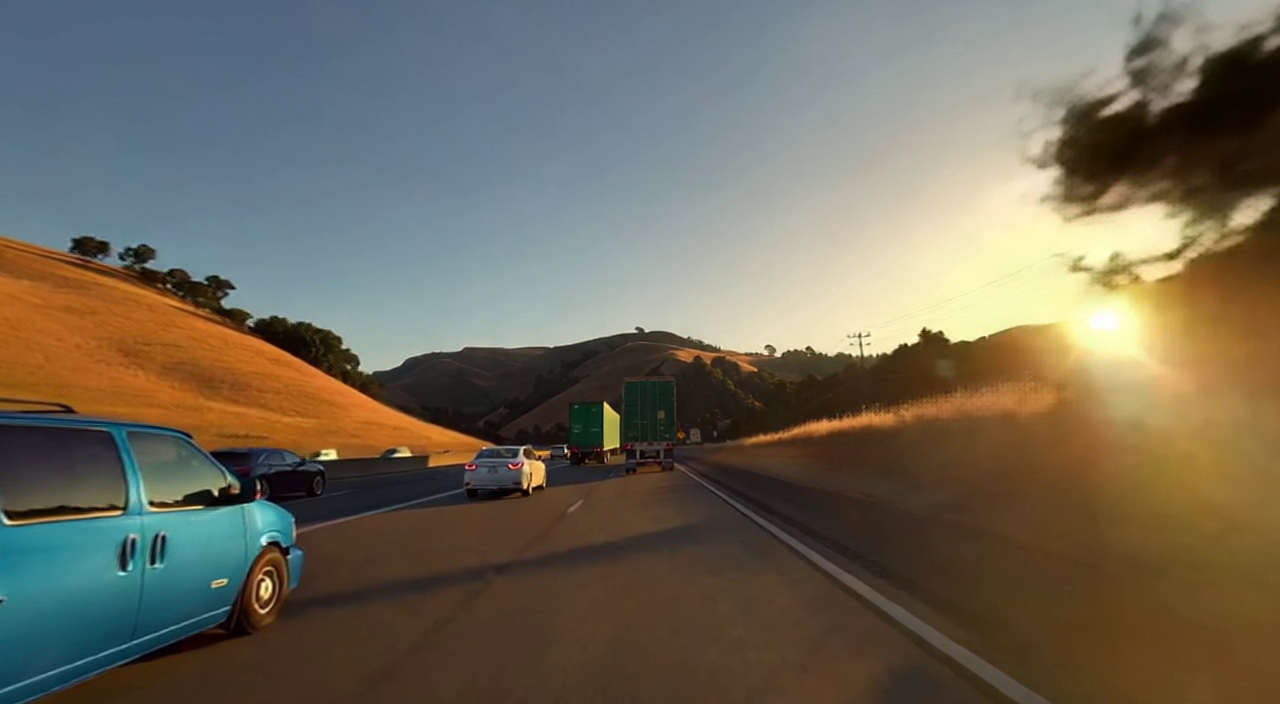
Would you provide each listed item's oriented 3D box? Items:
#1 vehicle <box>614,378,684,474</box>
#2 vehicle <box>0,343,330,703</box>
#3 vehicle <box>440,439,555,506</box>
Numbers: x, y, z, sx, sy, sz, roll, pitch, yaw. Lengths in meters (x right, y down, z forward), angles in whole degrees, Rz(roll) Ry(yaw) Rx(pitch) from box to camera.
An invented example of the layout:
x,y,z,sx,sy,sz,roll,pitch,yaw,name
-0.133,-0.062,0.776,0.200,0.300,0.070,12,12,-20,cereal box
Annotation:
x,y,z,sx,sy,sz,roll,pitch,yaw,name
0.523,3.869,32.086,2.913,3.988,10.874,-1,-8,1,vehicle
-3.813,0.918,3.030,2.136,1.779,4.875,-1,-8,1,vehicle
-3.451,2.975,16.174,1.950,1.446,4.224,-1,-8,0,vehicle
